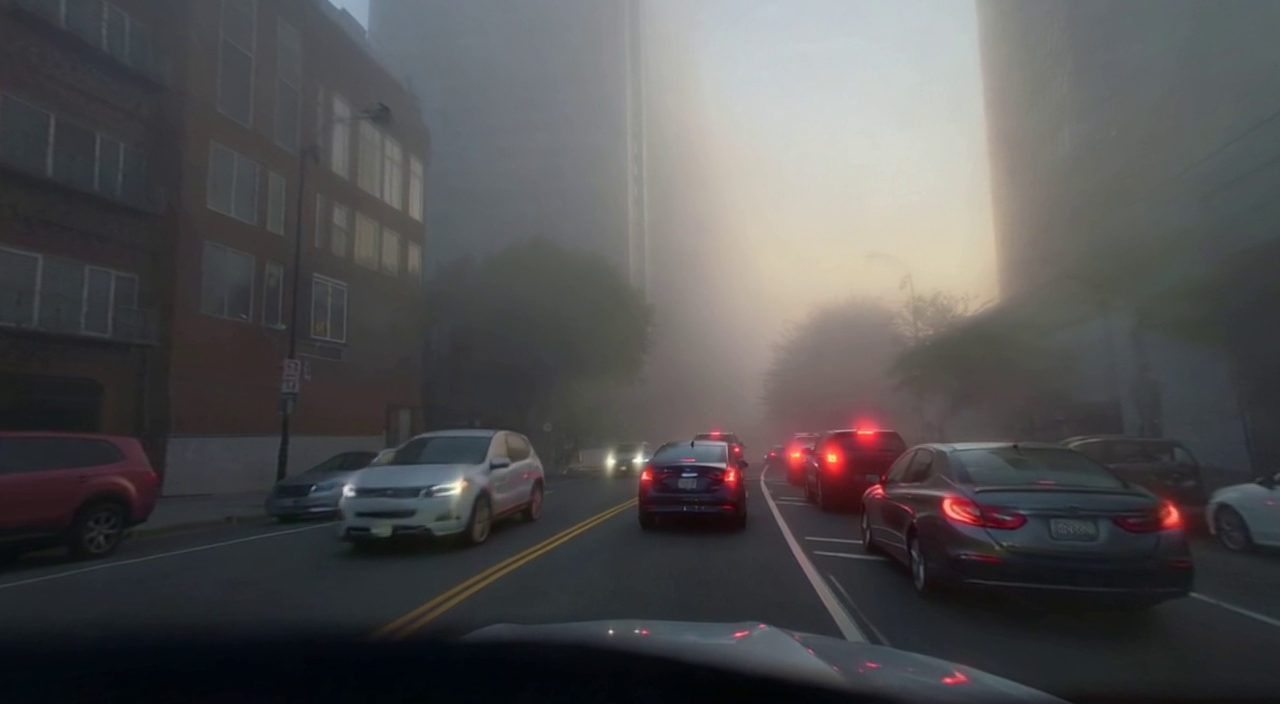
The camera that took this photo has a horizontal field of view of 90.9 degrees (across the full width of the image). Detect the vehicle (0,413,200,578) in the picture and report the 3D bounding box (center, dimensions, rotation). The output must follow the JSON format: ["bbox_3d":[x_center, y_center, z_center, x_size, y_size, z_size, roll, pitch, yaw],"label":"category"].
[{"bbox_3d":[-7.874,1.694,7.265,1.934,1.770,4.546,-6,-9,9],"label":"vehicle"}]

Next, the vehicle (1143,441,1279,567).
[{"bbox_3d":[8.605,1.813,7.492,1.901,1.500,4.729,-1,-8,9],"label":"vehicle"}]

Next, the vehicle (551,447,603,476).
[{"bbox_3d":[-3.511,6.222,36.072,1.930,1.480,4.174,-1,-8,9],"label":"vehicle"}]

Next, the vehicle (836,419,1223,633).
[{"bbox_3d":[3.469,1.567,6.755,1.982,1.510,4.144,-1,-8,9],"label":"vehicle"}]

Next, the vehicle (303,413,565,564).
[{"bbox_3d":[-2.710,1.926,9.691,2.030,1.730,4.453,-1,-8,8],"label":"vehicle"}]

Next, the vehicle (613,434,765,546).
[{"bbox_3d":[0.910,2.122,10.378,2.031,1.461,3.763,-1,-8,8],"label":"vehicle"}]
